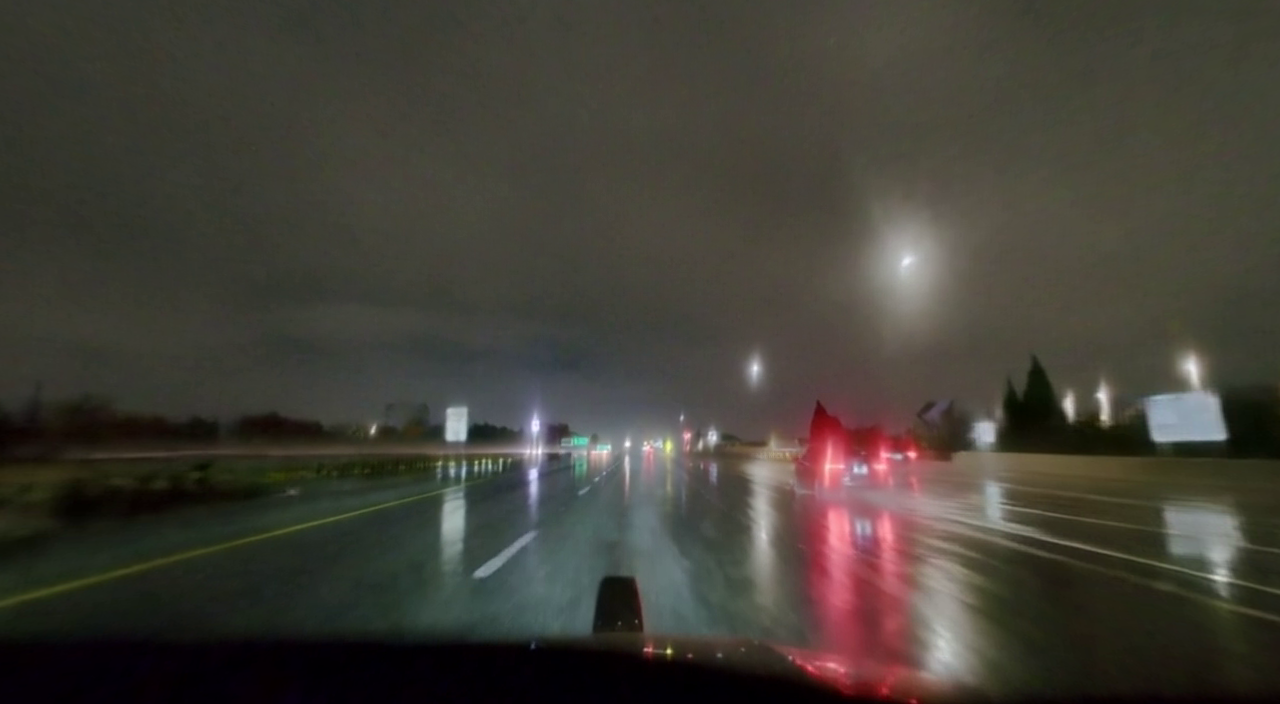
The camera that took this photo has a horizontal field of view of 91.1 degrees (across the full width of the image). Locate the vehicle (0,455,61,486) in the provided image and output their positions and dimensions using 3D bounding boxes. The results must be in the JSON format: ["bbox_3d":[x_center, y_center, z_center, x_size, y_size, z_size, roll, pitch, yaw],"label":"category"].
[{"bbox_3d":[-31.371,5.792,30.834,1.714,1.423,4.430,0,-9,-1],"label":"vehicle"}]

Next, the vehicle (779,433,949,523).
[{"bbox_3d":[4.383,2.531,13.073,1.984,1.540,3.973,0,-9,-1],"label":"vehicle"}]
